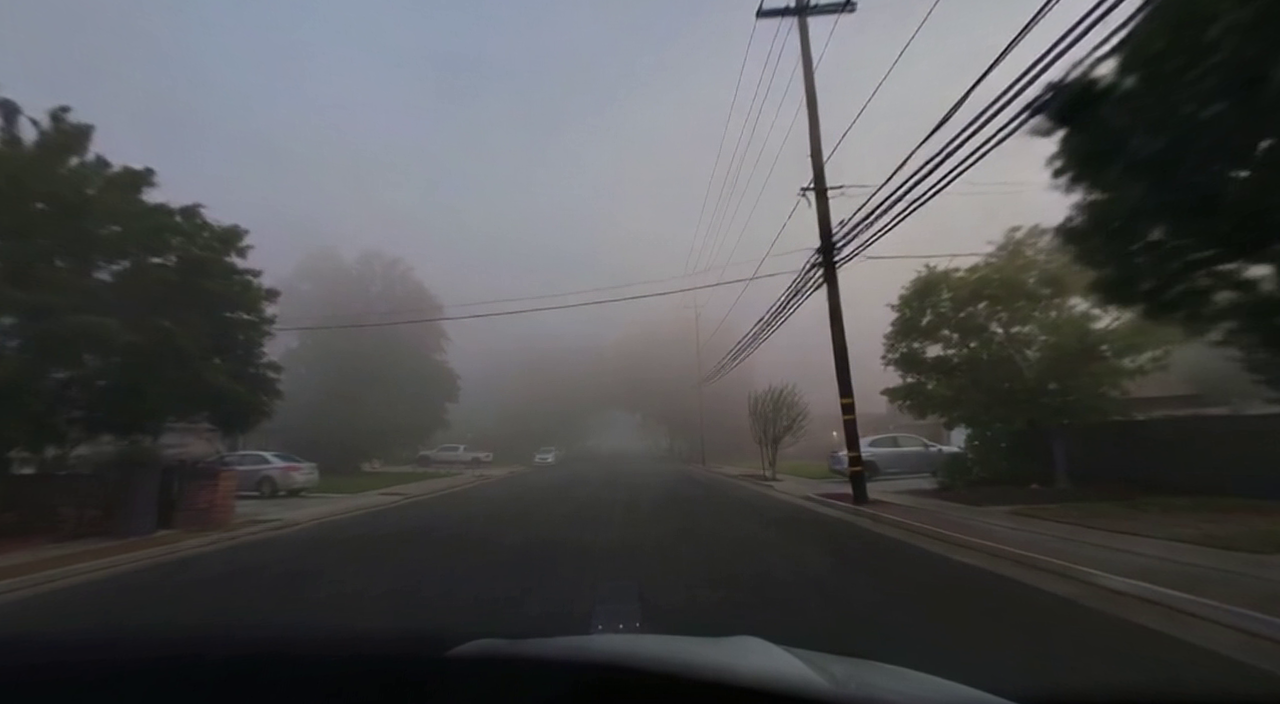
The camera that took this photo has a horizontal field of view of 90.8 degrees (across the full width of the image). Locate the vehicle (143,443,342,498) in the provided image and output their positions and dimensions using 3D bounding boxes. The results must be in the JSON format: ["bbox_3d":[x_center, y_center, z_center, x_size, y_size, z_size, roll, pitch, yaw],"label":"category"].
[{"bbox_3d":[-11.313,3.383,18.262,4.371,1.482,1.954,0,-9,-2],"label":"vehicle"}]

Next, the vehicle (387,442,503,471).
[{"bbox_3d":[-12.375,6.658,40.558,6.619,1.759,2.632,0,-8,-2],"label":"vehicle"}]

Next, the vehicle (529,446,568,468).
[{"bbox_3d":[-6.699,7.715,46.753,2.208,1.491,5.089,0,-8,-1],"label":"vehicle"}]

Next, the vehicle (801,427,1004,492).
[{"bbox_3d":[8.936,3.669,21.968,5.890,1.896,2.459,-2,-7,-1],"label":"vehicle"}]

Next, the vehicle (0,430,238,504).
[{"bbox_3d":[-13.185,2.863,15.904,4.529,1.704,2.296,0,-9,-1],"label":"vehicle"}]
